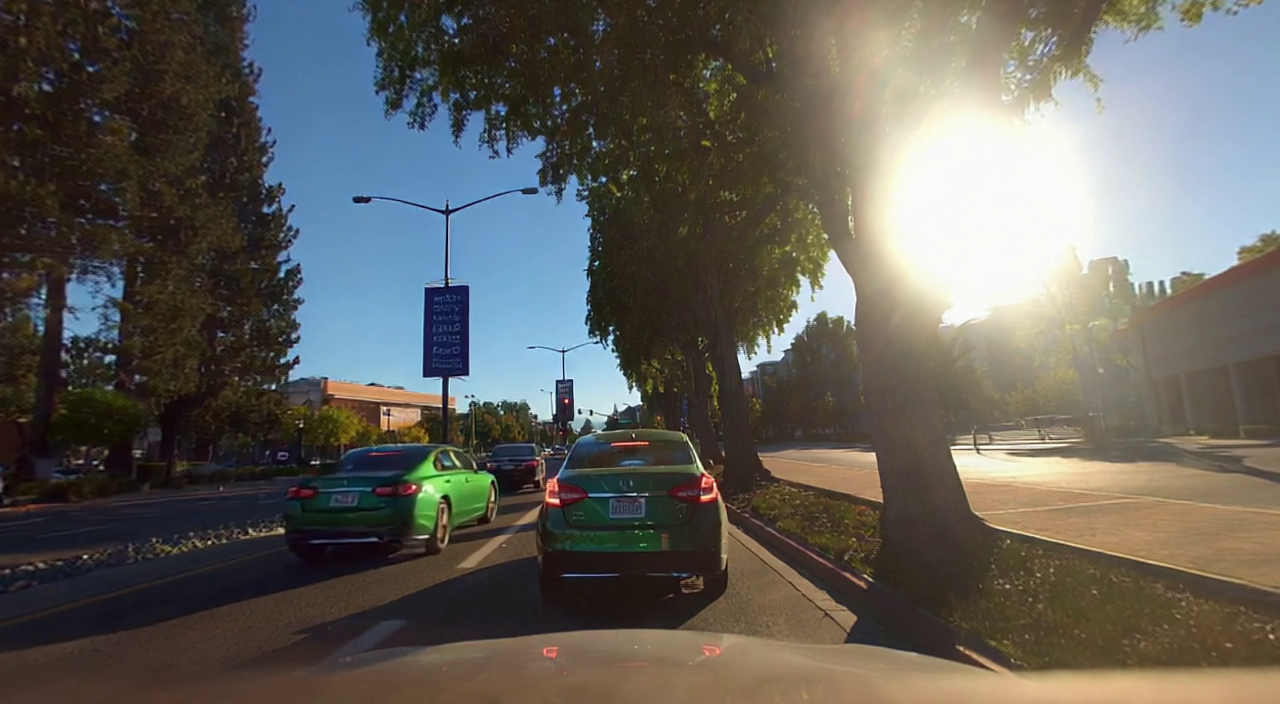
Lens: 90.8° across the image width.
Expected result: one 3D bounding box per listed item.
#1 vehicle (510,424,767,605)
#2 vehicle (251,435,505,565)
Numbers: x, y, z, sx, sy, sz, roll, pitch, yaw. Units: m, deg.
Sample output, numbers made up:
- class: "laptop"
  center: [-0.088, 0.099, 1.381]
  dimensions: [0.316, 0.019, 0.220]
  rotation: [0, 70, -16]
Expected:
- class: "vehicle"
  center: [-0.072, 1.639, 7.297]
  dimensions: [2.126, 1.475, 3.967]
  rotation: [0, -8, -2]
- class: "vehicle"
  center: [-3.412, 1.987, 9.335]
  dimensions: [1.952, 1.431, 4.383]
  rotation: [0, -8, -1]
